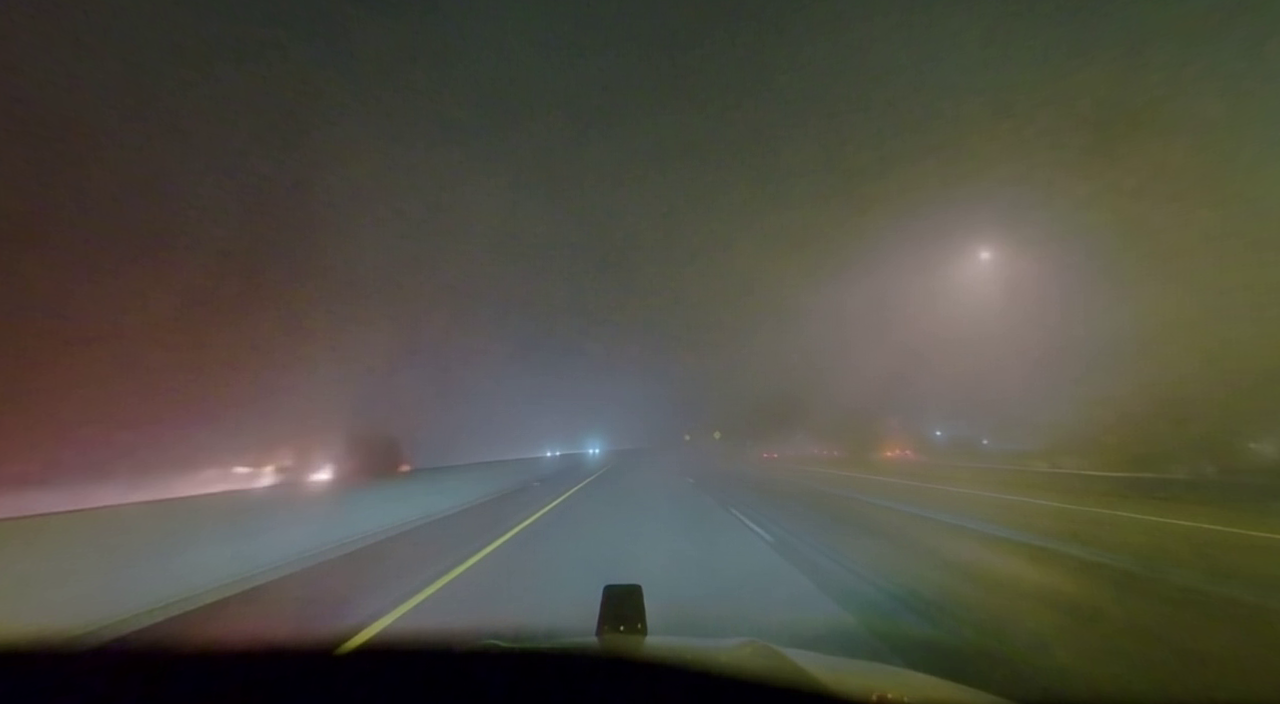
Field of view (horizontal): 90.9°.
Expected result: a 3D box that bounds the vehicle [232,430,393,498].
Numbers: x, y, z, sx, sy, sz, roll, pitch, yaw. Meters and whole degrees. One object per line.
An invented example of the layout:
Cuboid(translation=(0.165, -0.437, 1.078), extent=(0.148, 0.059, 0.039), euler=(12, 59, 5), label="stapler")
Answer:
Cuboid(translation=(-10.320, 3.572, 20.582), extent=(2.132, 1.866, 5.680), euler=(0, -8, 1), label="vehicle")
